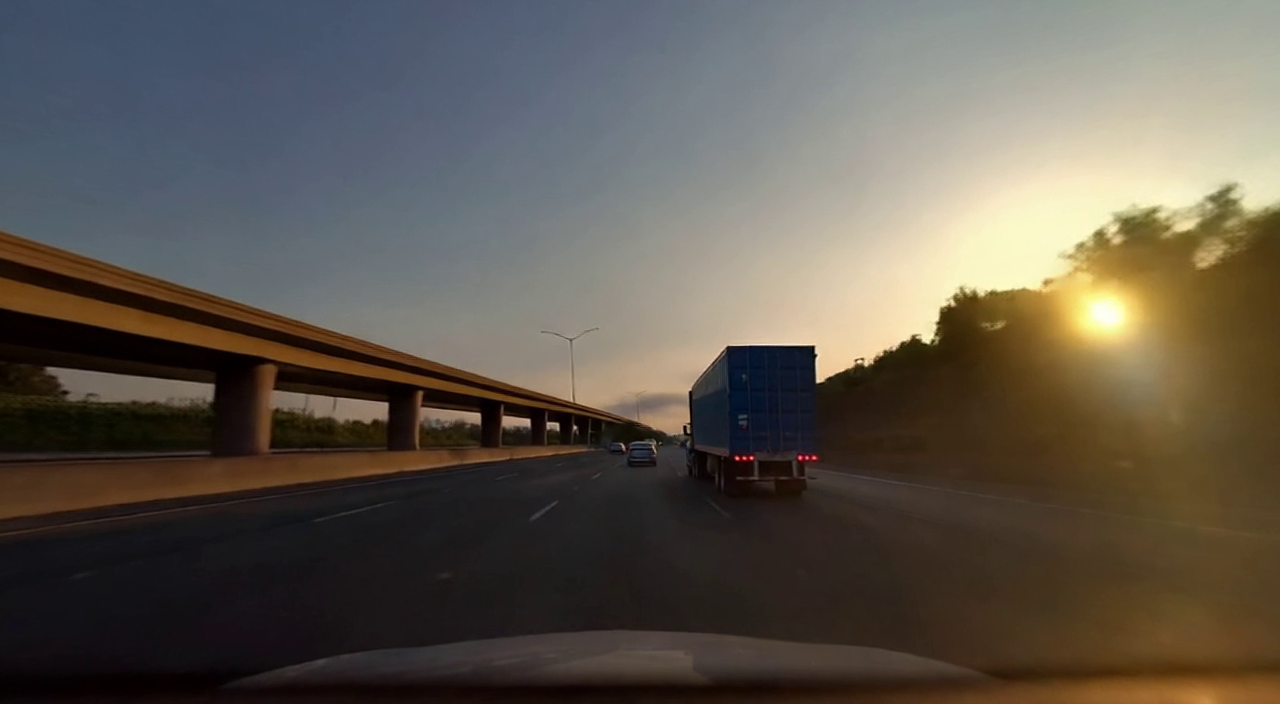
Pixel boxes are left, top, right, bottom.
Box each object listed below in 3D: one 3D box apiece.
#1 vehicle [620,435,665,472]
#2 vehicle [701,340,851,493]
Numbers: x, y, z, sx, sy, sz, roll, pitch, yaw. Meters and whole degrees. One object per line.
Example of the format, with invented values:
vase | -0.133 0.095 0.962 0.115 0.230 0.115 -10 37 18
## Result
vehicle | 0.146 5.091 31.805 2.077 1.716 4.514 0 -9 1
vehicle | 4.061 2.433 21.843 2.964 4.063 10.072 0 -9 0
